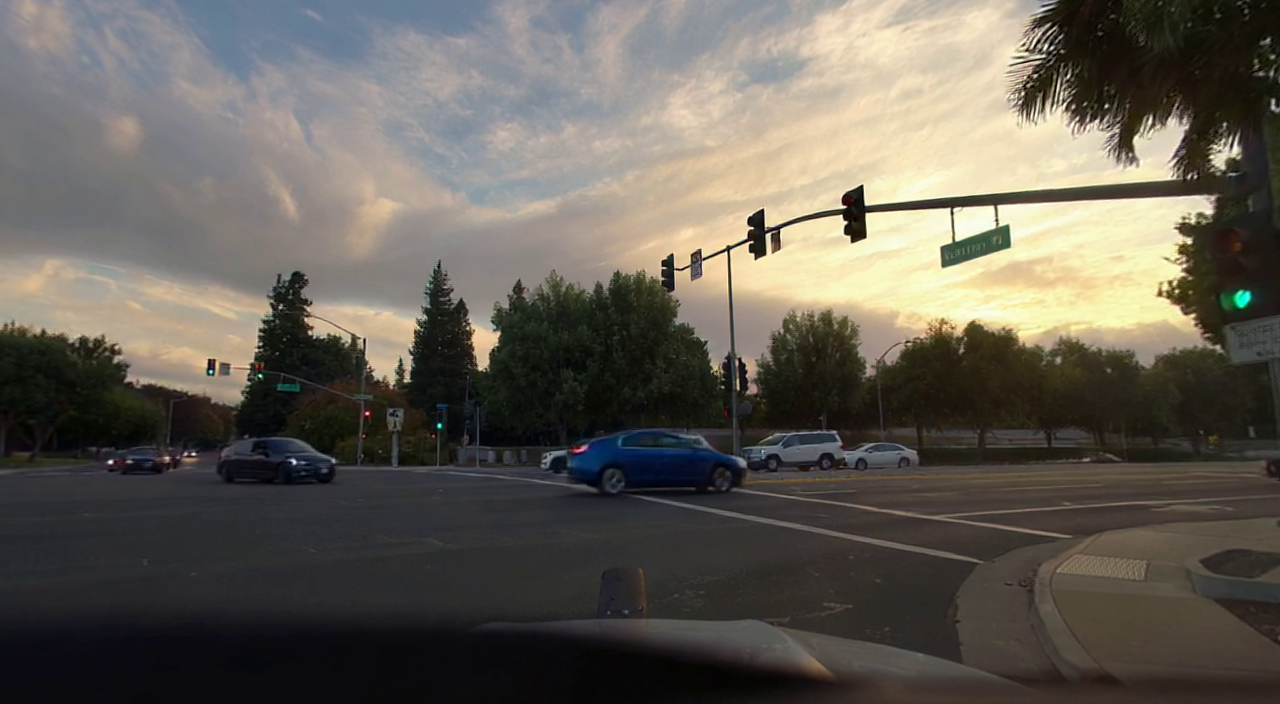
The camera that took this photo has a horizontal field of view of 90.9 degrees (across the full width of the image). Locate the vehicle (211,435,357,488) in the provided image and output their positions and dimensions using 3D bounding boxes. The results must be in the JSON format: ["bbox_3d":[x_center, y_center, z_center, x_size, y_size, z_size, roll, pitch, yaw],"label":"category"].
[{"bbox_3d":[-11.402,3.445,20.098,4.826,1.484,2.000,-6,-10,33],"label":"vehicle"}]

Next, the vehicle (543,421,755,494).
[{"bbox_3d":[0.207,2.848,17.156,5.332,1.807,2.450,0,-8,-2],"label":"vehicle"}]

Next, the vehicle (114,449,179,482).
[{"bbox_3d":[-24.476,5.544,31.162,1.953,1.462,4.589,8,-11,-43],"label":"vehicle"}]

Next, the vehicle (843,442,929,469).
[{"bbox_3d":[13.833,5.795,35.420,4.457,1.429,1.862,4,-9,-26],"label":"vehicle"}]

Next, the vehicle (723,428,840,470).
[{"bbox_3d":[7.351,5.051,32.578,5.791,1.964,2.199,5,-10,-27],"label":"vehicle"}]
